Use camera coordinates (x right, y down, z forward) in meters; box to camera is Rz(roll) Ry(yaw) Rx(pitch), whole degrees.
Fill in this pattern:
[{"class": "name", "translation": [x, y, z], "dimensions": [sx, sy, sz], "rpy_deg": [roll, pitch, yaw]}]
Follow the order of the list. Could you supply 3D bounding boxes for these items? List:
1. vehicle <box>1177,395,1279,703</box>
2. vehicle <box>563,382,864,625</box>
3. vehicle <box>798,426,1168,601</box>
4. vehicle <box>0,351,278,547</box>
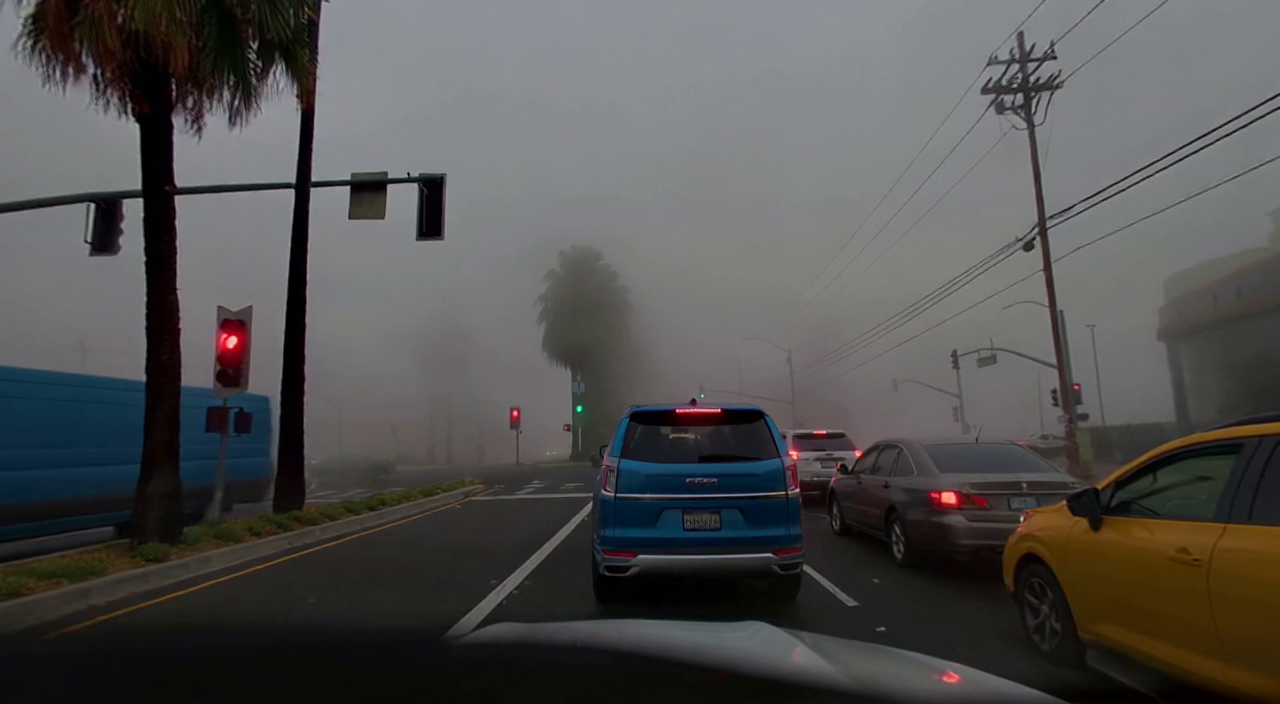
[{"class": "vehicle", "translation": [3.362, 0.644, 0.650], "dimensions": [1.805, 1.485, 4.348], "rpy_deg": [0, -9, 1]}, {"class": "vehicle", "translation": [0.467, 1.435, 6.876], "dimensions": [2.228, 1.780, 4.269], "rpy_deg": [0, -9, -2]}, {"class": "vehicle", "translation": [3.442, 1.684, 7.500], "dimensions": [1.895, 1.456, 4.255], "rpy_deg": [0, -9, -2]}, {"class": "vehicle", "translation": [-14.052, 2.290, 14.960], "dimensions": [2.973, 3.889, 11.535], "rpy_deg": [-1, -9, 6]}]
